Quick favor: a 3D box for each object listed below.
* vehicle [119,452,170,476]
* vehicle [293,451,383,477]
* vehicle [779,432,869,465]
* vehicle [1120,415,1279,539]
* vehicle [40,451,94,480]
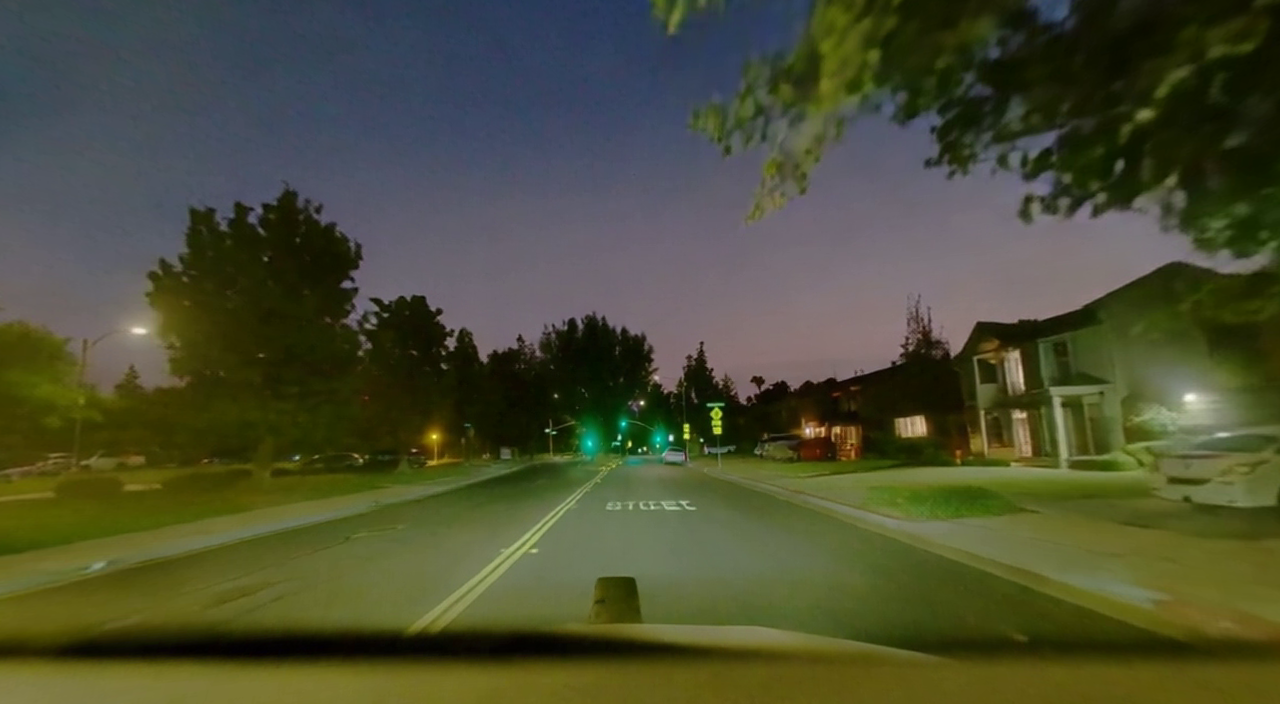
[{"bbox_3d":[-36.432,8.206,46.375,4.177,1.621,1.965,-7,-11,39],"label":"vehicle"},{"bbox_3d":[-19.203,7.091,40.272,4.691,1.483,1.955,8,-12,-44],"label":"vehicle"},{"bbox_3d":[11.019,5.809,38.063,4.750,1.658,1.902,-3,-10,0],"label":"vehicle"},{"bbox_3d":[9.985,1.625,9.068,4.544,1.496,1.916,-3,-9,-2],"label":"vehicle"},{"bbox_3d":[-35.996,7.088,39.635,4.938,1.720,1.926,-9,-12,42],"label":"vehicle"}]
